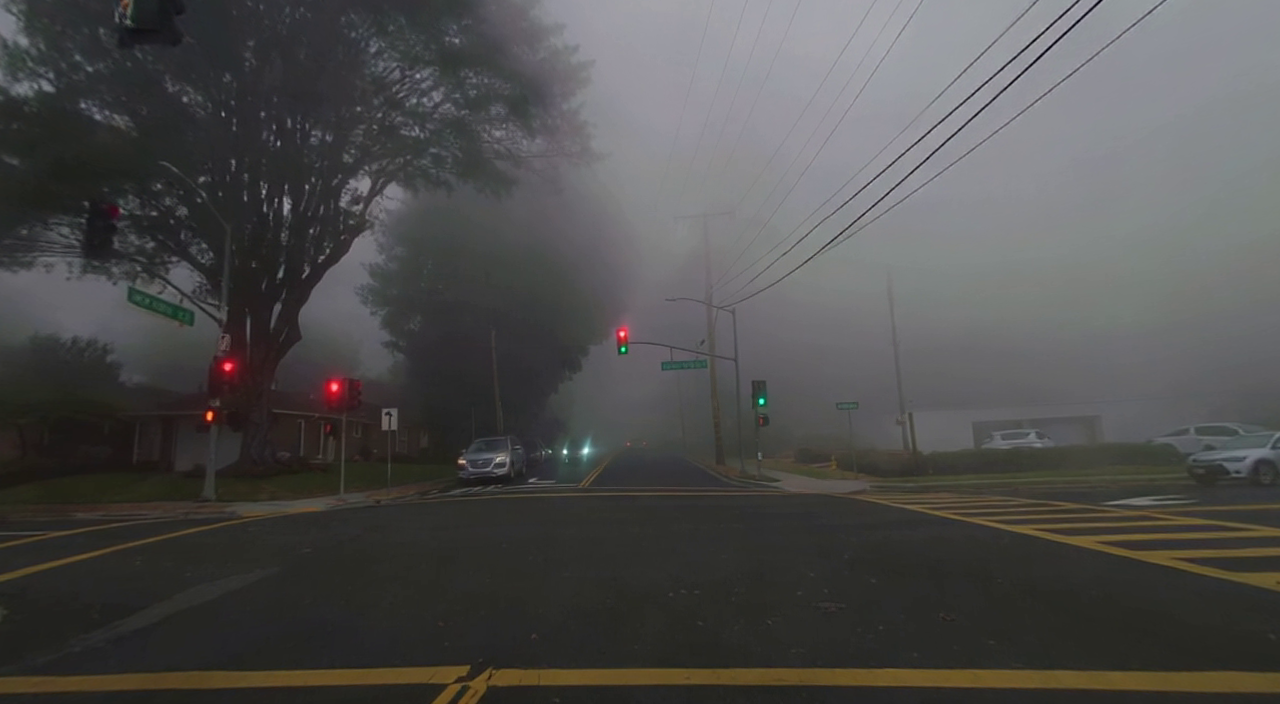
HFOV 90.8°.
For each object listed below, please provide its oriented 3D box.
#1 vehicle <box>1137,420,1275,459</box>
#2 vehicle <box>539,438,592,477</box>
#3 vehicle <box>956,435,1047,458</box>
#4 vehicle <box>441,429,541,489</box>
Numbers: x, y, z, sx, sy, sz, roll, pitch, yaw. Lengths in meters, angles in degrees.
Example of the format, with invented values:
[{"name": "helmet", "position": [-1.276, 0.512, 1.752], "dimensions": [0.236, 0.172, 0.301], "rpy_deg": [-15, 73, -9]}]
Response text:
[{"name": "vehicle", "position": [33.256, 5.166, 37.247], "dimensions": [5.969, 2.149, 2.331], "rpy_deg": [0, -9, -3]}, {"name": "vehicle", "position": [-3.660, 5.282, 31.906], "dimensions": [2.120, 1.783, 4.788], "rpy_deg": [0, -9, 0]}, {"name": "vehicle", "position": [24.999, 6.555, 43.838], "dimensions": [5.172, 1.515, 1.851], "rpy_deg": [0, -9, -2]}, {"name": "vehicle", "position": [-6.500, 4.806, 28.763], "dimensions": [2.896, 2.339, 7.322], "rpy_deg": [0, -9, -1]}]
